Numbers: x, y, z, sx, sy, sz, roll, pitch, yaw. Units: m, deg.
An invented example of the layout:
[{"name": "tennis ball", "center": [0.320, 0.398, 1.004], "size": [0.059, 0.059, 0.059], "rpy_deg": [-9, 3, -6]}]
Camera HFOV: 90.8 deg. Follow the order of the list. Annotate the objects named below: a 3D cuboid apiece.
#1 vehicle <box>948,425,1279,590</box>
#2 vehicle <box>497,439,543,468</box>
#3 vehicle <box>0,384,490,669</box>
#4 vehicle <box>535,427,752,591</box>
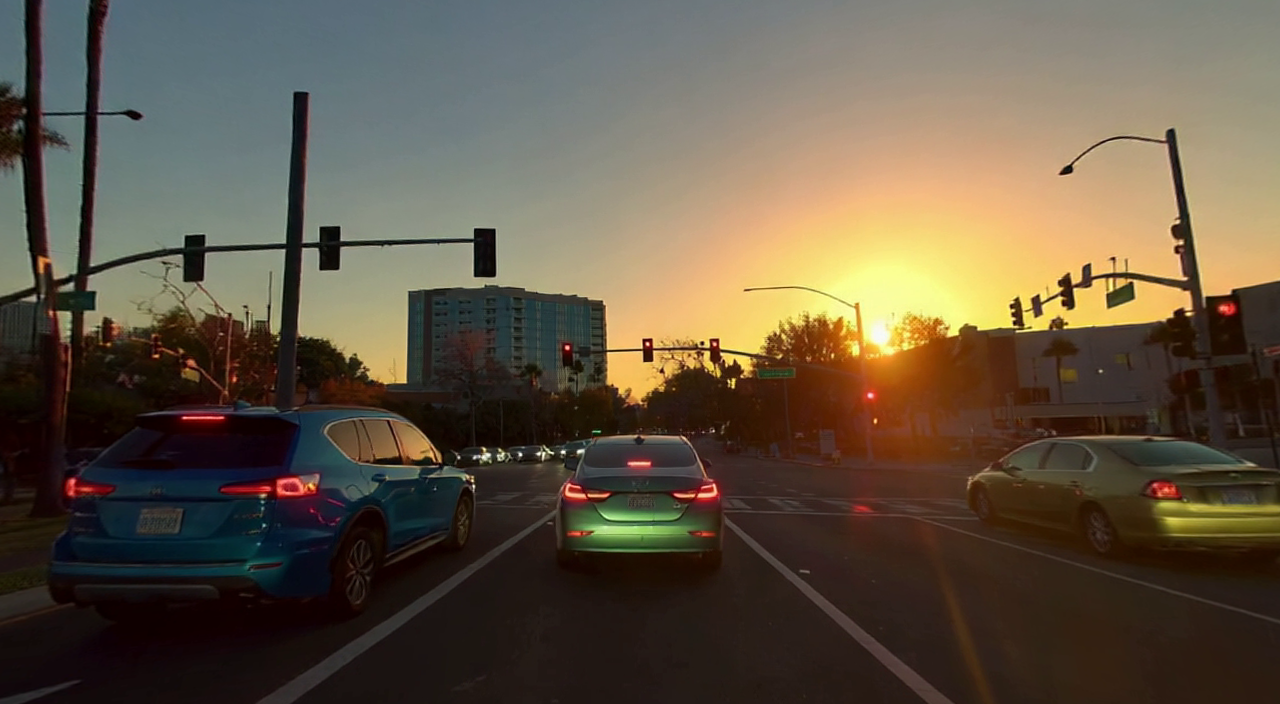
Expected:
[{"name": "vehicle", "center": [6.090, 1.760, 8.095], "size": [1.970, 1.489, 4.482], "rpy_deg": [0, -8, -1]}, {"name": "vehicle", "center": [-7.928, 6.708, 42.031], "size": [2.130, 1.810, 4.450], "rpy_deg": [-2, -8, 1]}, {"name": "vehicle", "center": [-3.100, 1.369, 6.084], "size": [2.051, 1.682, 4.467], "rpy_deg": [0, -8, 2]}, {"name": "vehicle", "center": [0.000, 1.705, 7.722], "size": [1.942, 1.445, 3.973], "rpy_deg": [0, -8, -1]}]
